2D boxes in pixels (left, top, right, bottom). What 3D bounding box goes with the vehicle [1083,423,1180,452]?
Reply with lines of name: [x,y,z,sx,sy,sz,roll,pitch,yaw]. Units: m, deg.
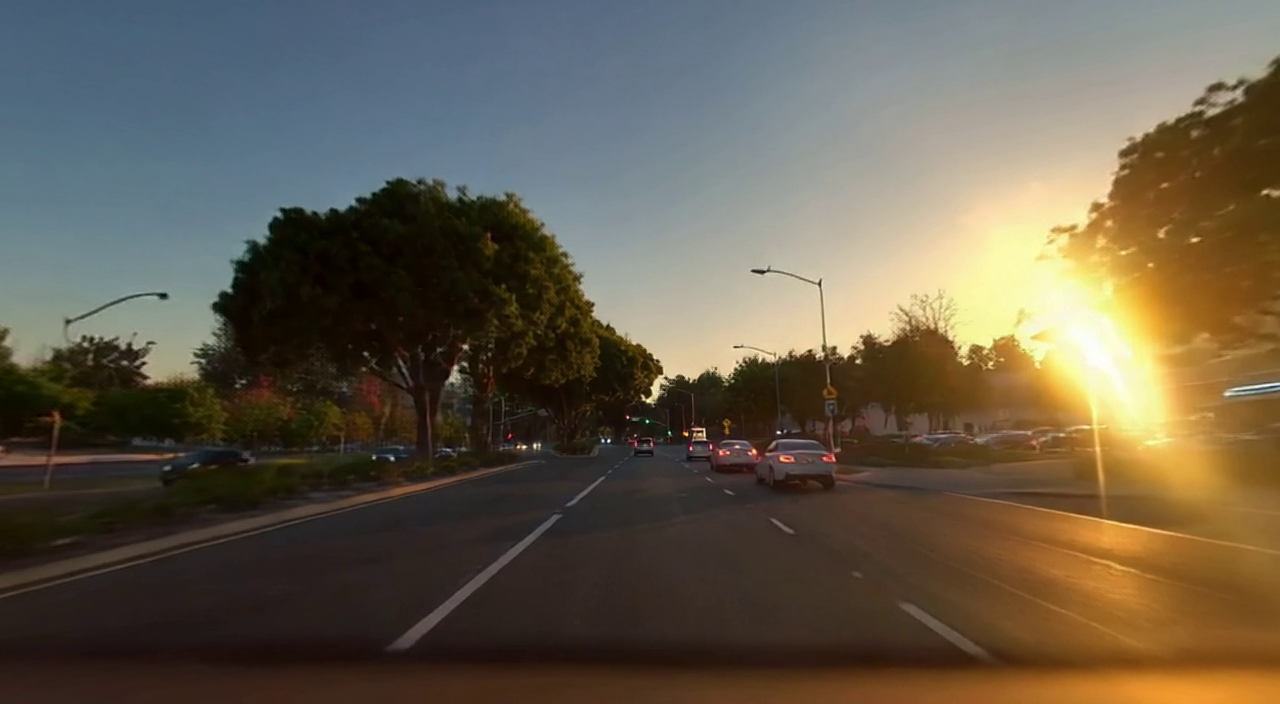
vehicle: [29.168,5.100,37.498,1.859,1.515,3.978,-1,-8,-26]

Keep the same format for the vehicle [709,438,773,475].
vehicle: [4.190,4.395,26.817,1.872,1.431,4.270,0,-8,-1]

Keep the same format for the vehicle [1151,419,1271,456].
vehicle: [29.036,4.330,32.329,1.811,1.664,5.065,-3,-7,6]

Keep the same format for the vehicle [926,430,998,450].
vehicle: [24.120,6.624,47.410,1.826,1.424,4.544,4,-9,-28]

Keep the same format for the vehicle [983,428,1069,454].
vehicle: [23.697,5.483,38.782,1.837,1.536,4.036,6,-10,-37]

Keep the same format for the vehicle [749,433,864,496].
vehicle: [4.308,2.964,17.025,1.913,1.463,4.198,0,-8,-1]

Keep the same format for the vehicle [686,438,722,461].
vehicle: [4.325,6.625,43.205,1.939,1.474,4.716,0,-8,-1]

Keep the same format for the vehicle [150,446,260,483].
vehicle: [-20.787,5.358,30.421,1.936,1.603,4.714,0,-8,0]
